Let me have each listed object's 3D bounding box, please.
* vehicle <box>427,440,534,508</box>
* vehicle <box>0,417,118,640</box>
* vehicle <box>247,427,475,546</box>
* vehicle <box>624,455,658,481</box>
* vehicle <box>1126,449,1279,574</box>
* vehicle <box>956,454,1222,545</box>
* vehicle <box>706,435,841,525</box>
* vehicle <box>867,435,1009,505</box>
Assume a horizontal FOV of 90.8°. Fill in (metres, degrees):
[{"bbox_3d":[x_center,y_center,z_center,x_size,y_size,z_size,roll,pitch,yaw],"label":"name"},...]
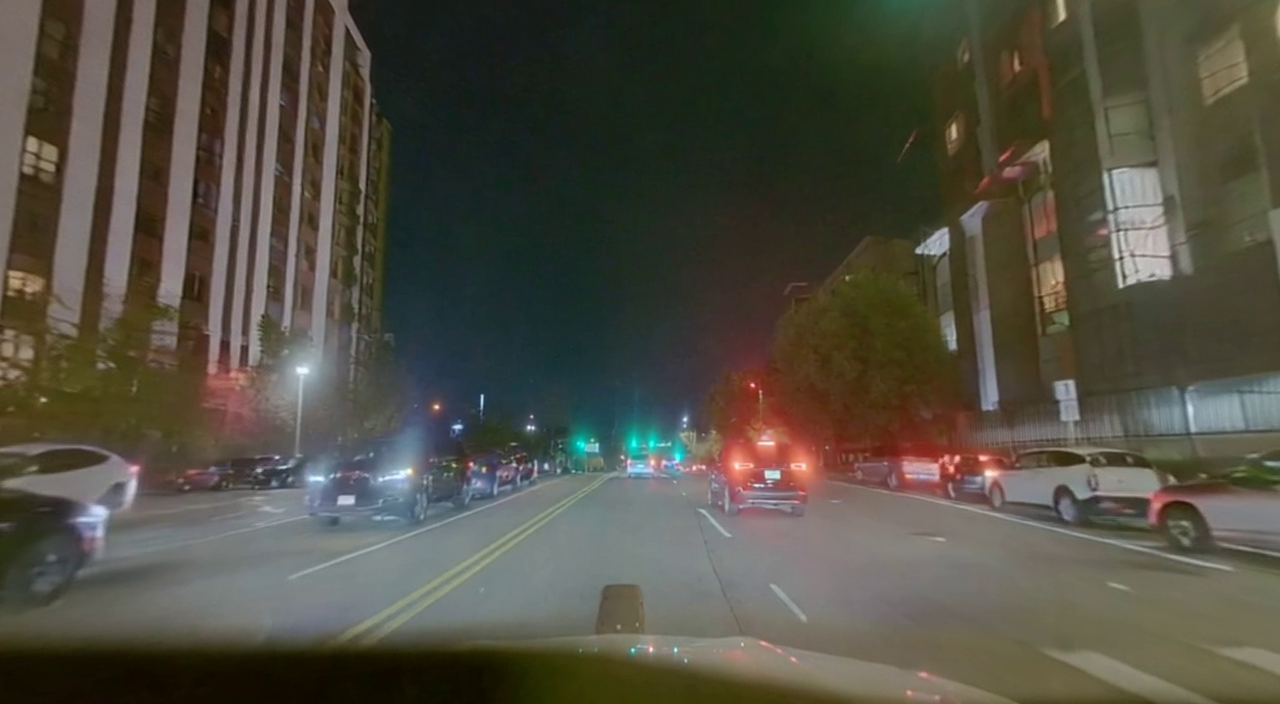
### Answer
[{"bbox_3d":[-4.861,3.760,20.202,2.009,1.837,5.590,0,-8,0],"label":"vehicle"},{"bbox_3d":[-5.494,1.031,2.927,2.062,1.532,4.830,-2,-9,0],"label":"vehicle"},{"bbox_3d":[-5.006,2.464,12.386,2.275,1.816,4.923,0,-8,-1],"label":"vehicle"},{"bbox_3d":[0.002,7.449,40.828,2.059,1.492,4.033,0,-8,-2],"label":"vehicle"},{"bbox_3d":[9.060,2.010,7.902,1.962,1.542,4.999,0,-8,0],"label":"vehicle"},{"bbox_3d":[8.947,2.936,13.328,1.953,1.455,4.883,0,-8,-1],"label":"vehicle"},{"bbox_3d":[3.044,3.021,15.620,2.129,1.844,4.767,0,-8,-2],"label":"vehicle"},{"bbox_3d":[9.017,3.597,19.733,1.935,1.875,5.051,0,-9,0],"label":"vehicle"}]
